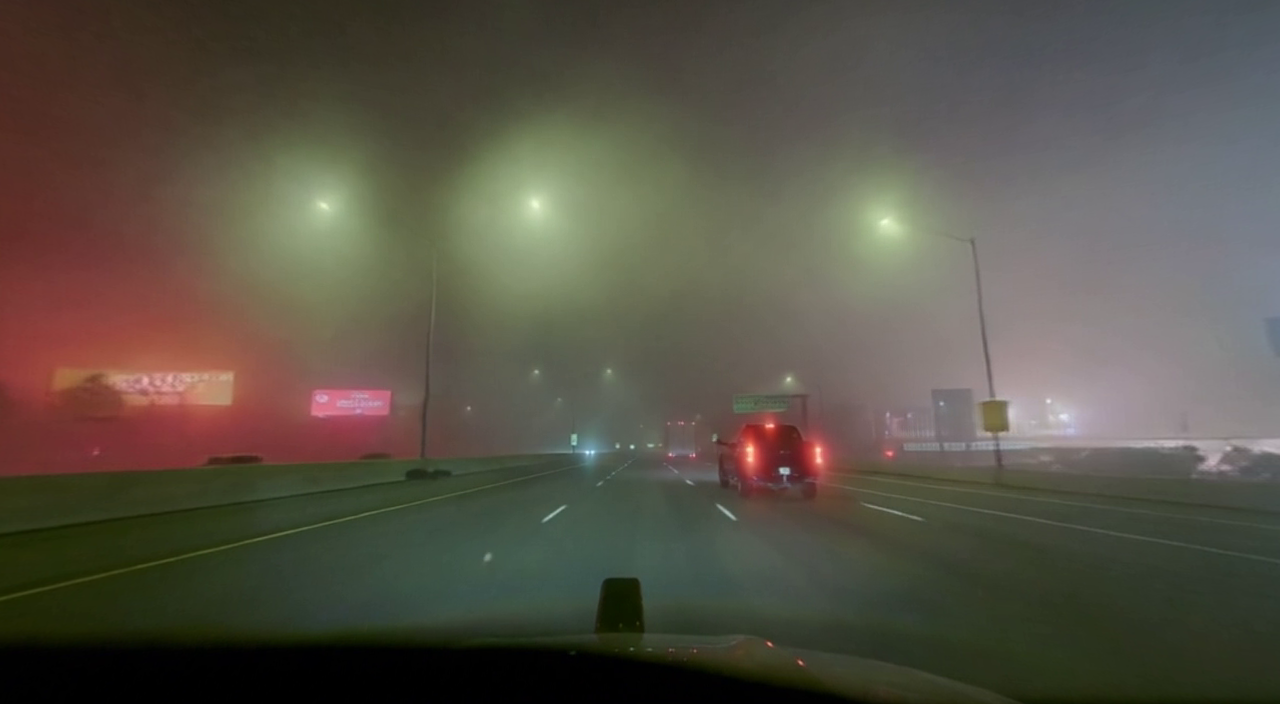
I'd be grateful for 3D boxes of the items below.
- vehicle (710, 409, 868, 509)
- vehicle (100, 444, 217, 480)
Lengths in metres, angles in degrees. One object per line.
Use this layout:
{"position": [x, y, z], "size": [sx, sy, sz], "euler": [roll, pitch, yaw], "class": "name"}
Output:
{"position": [3.583, 2.818, 16.871], "size": [2.740, 2.157, 6.300], "euler": [0, -9, 1], "class": "vehicle"}
{"position": [-24.471, 5.611, 32.280], "size": [1.940, 1.663, 4.937], "euler": [-1, -9, 2], "class": "vehicle"}
